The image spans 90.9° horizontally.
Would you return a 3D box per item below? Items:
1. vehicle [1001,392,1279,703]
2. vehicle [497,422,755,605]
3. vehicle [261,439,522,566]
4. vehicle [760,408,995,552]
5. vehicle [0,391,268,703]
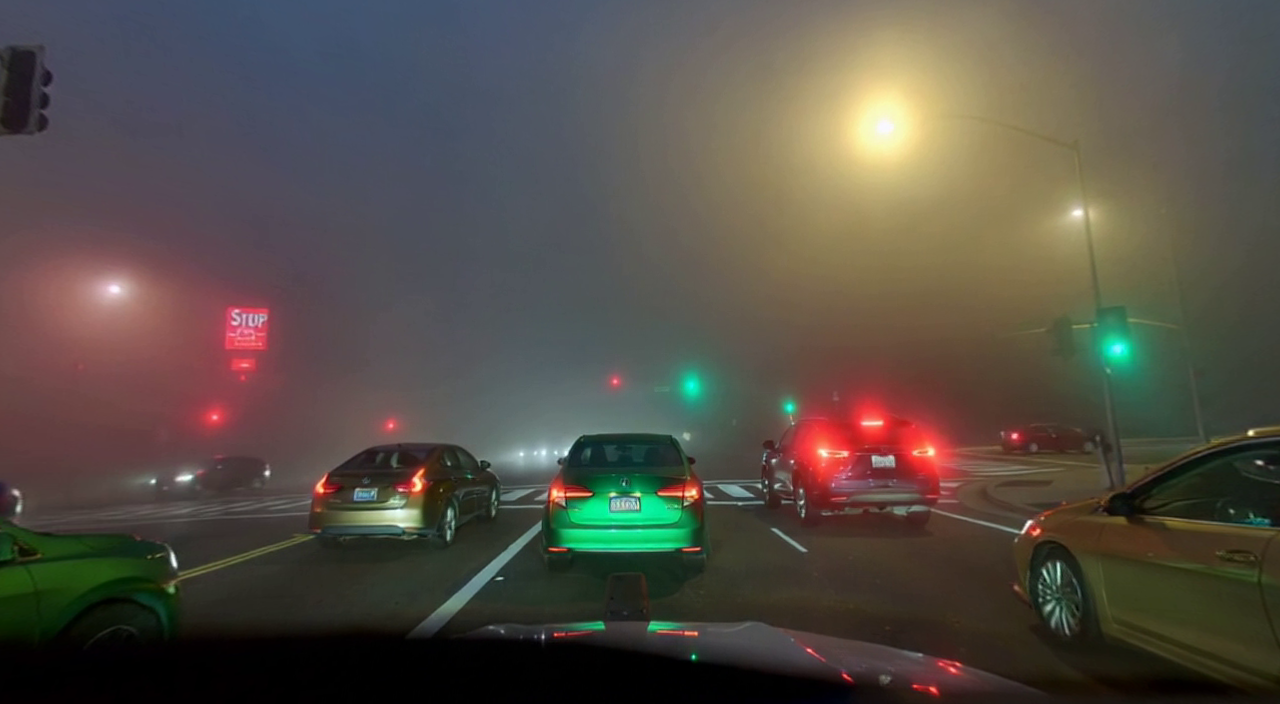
[{"bbox_3d":[3.937,0.967,3.096,1.800,1.519,4.198,0,-8,0],"label":"vehicle"},{"bbox_3d":[-0.132,1.652,7.376,2.140,1.499,4.119,0,-8,0],"label":"vehicle"},{"bbox_3d":[-3.304,2.071,9.533,1.995,1.436,4.373,-1,-8,3],"label":"vehicle"},{"bbox_3d":[3.303,1.869,9.839,1.992,1.744,4.183,0,-8,0],"label":"vehicle"},{"bbox_3d":[-3.480,0.849,1.830,2.016,1.547,4.414,0,-8,1],"label":"vehicle"}]
